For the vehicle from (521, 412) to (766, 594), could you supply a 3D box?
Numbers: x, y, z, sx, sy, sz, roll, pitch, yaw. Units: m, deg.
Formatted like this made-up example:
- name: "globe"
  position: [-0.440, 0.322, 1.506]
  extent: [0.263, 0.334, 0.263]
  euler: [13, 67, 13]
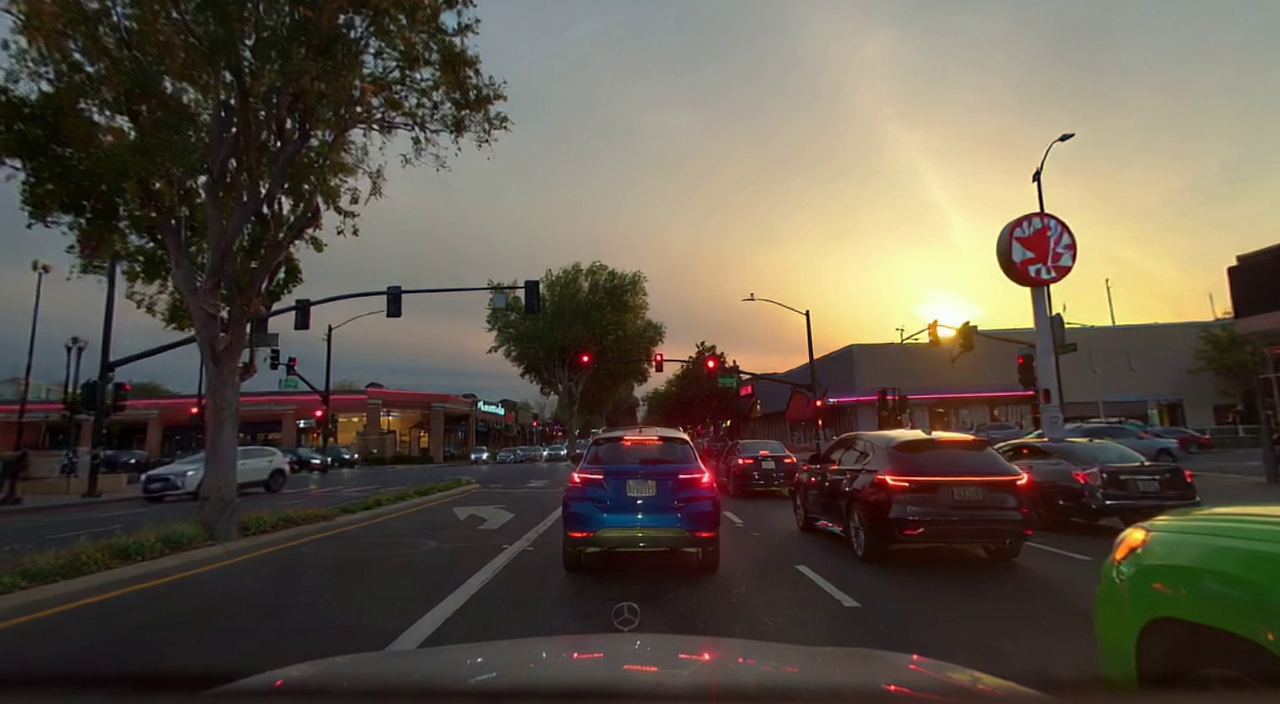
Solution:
- name: "vehicle"
  position: [0.006, 1.617, 7.514]
  extent: [2.154, 1.577, 3.723]
  euler: [0, -9, -1]

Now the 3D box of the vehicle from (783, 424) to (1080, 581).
- name: "vehicle"
  position: [3.321, 1.780, 8.293]
  extent: [1.865, 1.496, 4.170]
  euler: [0, -9, 0]

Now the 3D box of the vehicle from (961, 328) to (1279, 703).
- name: "vehicle"
  position: [2.984, 0.708, 1.568]
  extent: [2.075, 1.661, 4.401]
  euler: [0, -9, 1]

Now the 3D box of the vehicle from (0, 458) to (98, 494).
- name: "vehicle"
  position: [-27.235, 5.493, 28.062]
  extent: [4.285, 1.427, 1.883]
  euler: [3, -9, -23]

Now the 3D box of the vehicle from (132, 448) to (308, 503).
- name: "vehicle"
  position: [-13.927, 4.046, 21.218]
  extent: [2.269, 1.604, 4.265]
  euler: [-6, -10, 31]

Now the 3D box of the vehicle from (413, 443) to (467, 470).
- name: "vehicle"
  position: [-15.076, 7.889, 48.044]
  extent: [2.395, 1.903, 4.860]
  euler: [-1, -9, 2]

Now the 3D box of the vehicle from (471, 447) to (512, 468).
- name: "vehicle"
  position: [-11.273, 7.999, 48.248]
  extent: [2.099, 1.478, 4.411]
  euler: [0, -9, 0]
